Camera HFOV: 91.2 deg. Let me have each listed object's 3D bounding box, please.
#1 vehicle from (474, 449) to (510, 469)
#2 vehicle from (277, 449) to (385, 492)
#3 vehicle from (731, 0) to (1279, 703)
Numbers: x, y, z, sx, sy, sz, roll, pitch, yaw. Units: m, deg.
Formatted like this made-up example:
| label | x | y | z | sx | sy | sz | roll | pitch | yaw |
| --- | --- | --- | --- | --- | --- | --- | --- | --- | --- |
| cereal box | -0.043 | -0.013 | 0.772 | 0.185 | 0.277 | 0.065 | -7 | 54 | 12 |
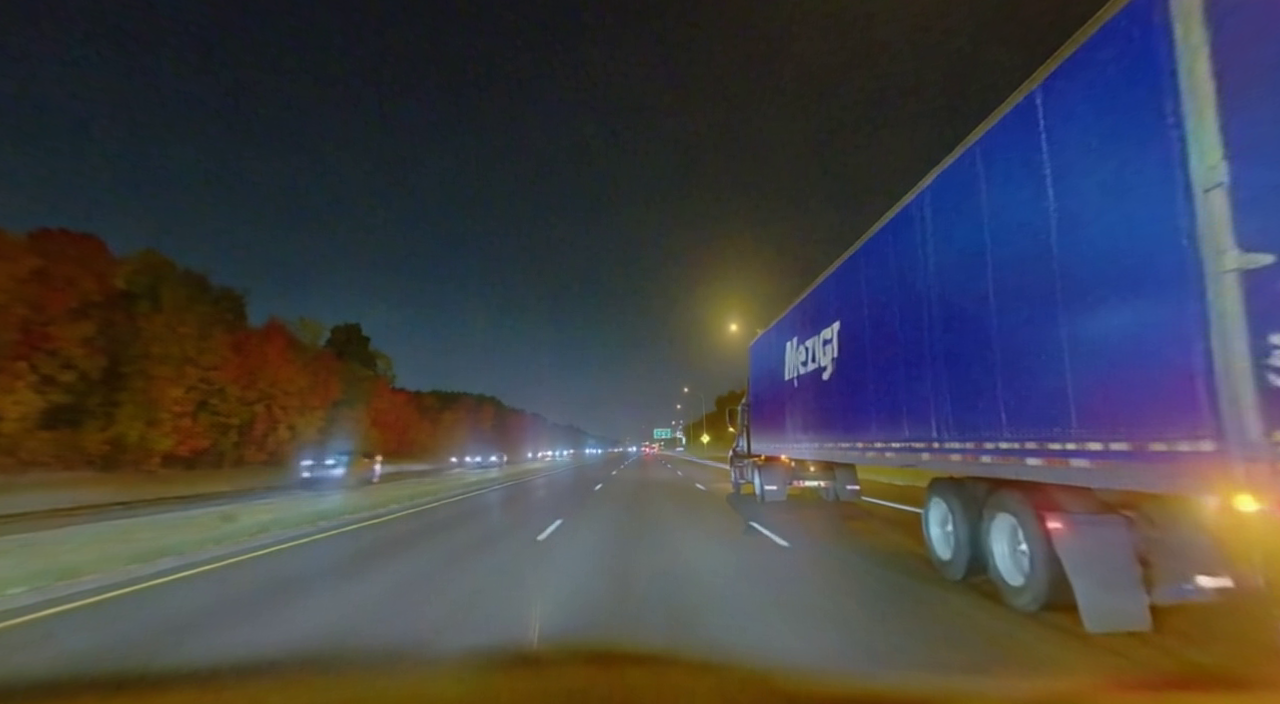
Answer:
| label | x | y | z | sx | sy | sz | roll | pitch | yaw |
| --- | --- | --- | --- | --- | --- | --- | --- | --- | --- |
| vehicle | -11.351 | 8.224 | 48.401 | 1.810 | 1.461 | 3.796 | 0 | -9 | 1 |
| vehicle | -11.789 | 4.505 | 24.264 | 1.911 | 1.494 | 4.303 | 0 | -9 | 1 |
| vehicle | 4.119 | 0.817 | 9.753 | 3.003 | 3.880 | 16.814 | 0 | -9 | 0 |
